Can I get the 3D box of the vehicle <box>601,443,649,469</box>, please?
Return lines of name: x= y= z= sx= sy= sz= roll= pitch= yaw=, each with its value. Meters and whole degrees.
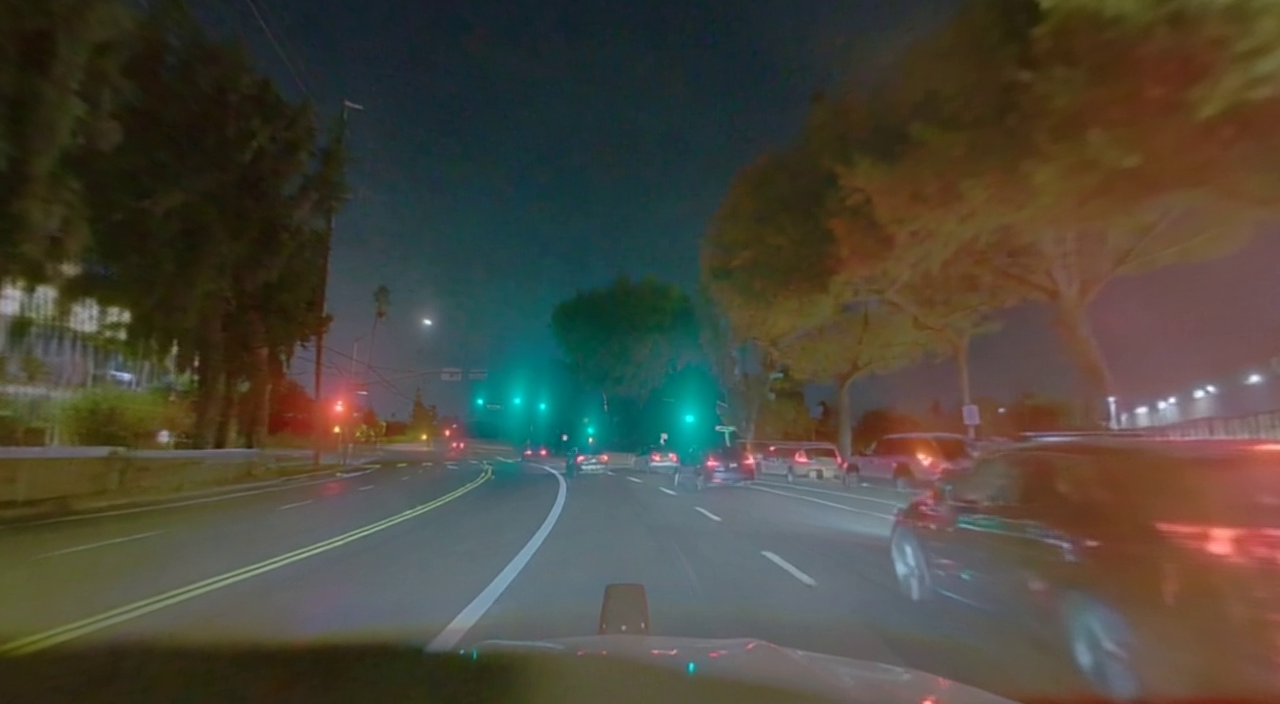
vehicle: x=-0.970 y=6.297 z=38.235 sx=1.957 sy=1.463 sz=4.701 roll=2 pitch=-9 yaw=-13

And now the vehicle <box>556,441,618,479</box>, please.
vehicle: x=-2.540 y=4.893 z=28.875 sx=2.308 sy=1.535 sz=4.811 roll=2 pitch=-9 yaw=-11

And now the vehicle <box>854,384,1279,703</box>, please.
vehicle: x=3.144 y=1.112 z=3.708 sx=2.280 sy=1.472 sz=4.426 roll=0 pitch=-8 yaw=1

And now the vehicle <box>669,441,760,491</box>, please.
vehicle: x=2.324 y=3.739 z=21.044 sx=1.984 sy=1.476 sz=4.488 roll=1 pitch=-9 yaw=-7

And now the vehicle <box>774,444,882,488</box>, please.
vehicle: x=6.618 y=4.057 z=22.821 sx=1.903 sy=1.432 sz=4.514 roll=2 pitch=-9 yaw=-10
